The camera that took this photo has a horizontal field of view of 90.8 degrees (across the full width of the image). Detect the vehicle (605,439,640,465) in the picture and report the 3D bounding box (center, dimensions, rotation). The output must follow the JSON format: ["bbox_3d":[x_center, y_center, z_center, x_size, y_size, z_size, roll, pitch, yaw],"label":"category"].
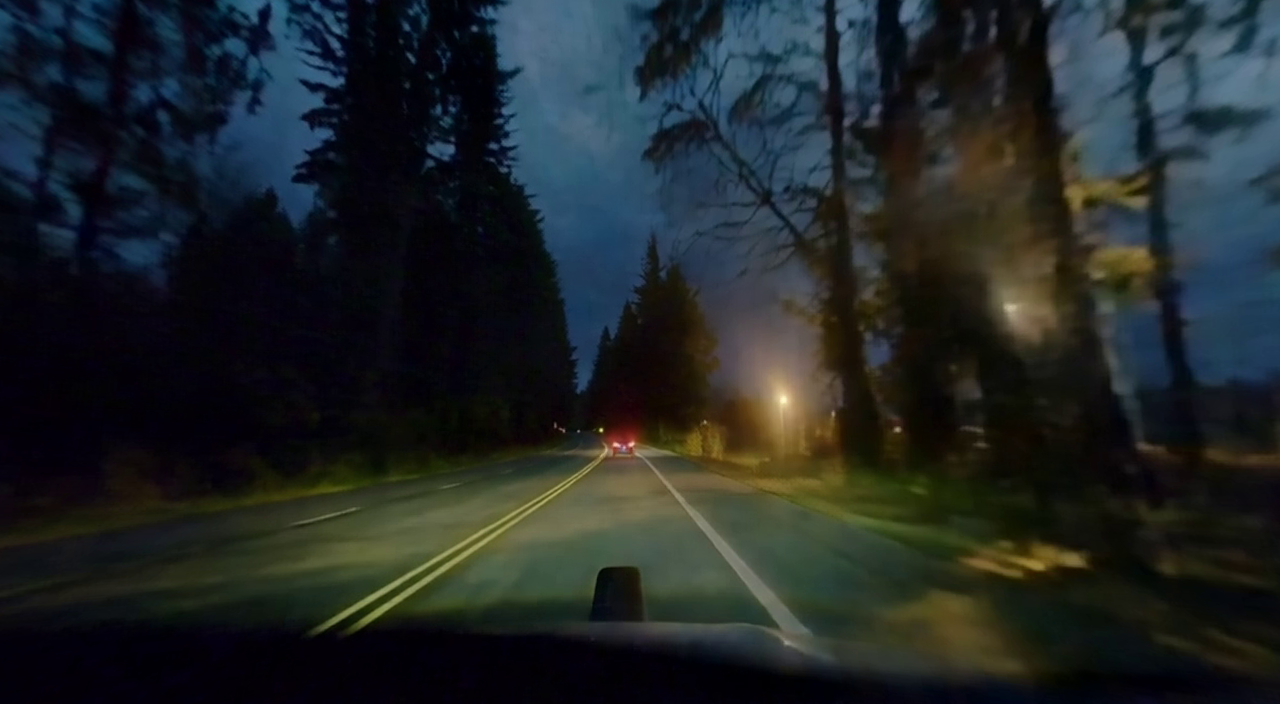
[{"bbox_3d":[-1.093,6.143,38.914,2.042,1.489,3.963,0,-9,-2],"label":"vehicle"}]
